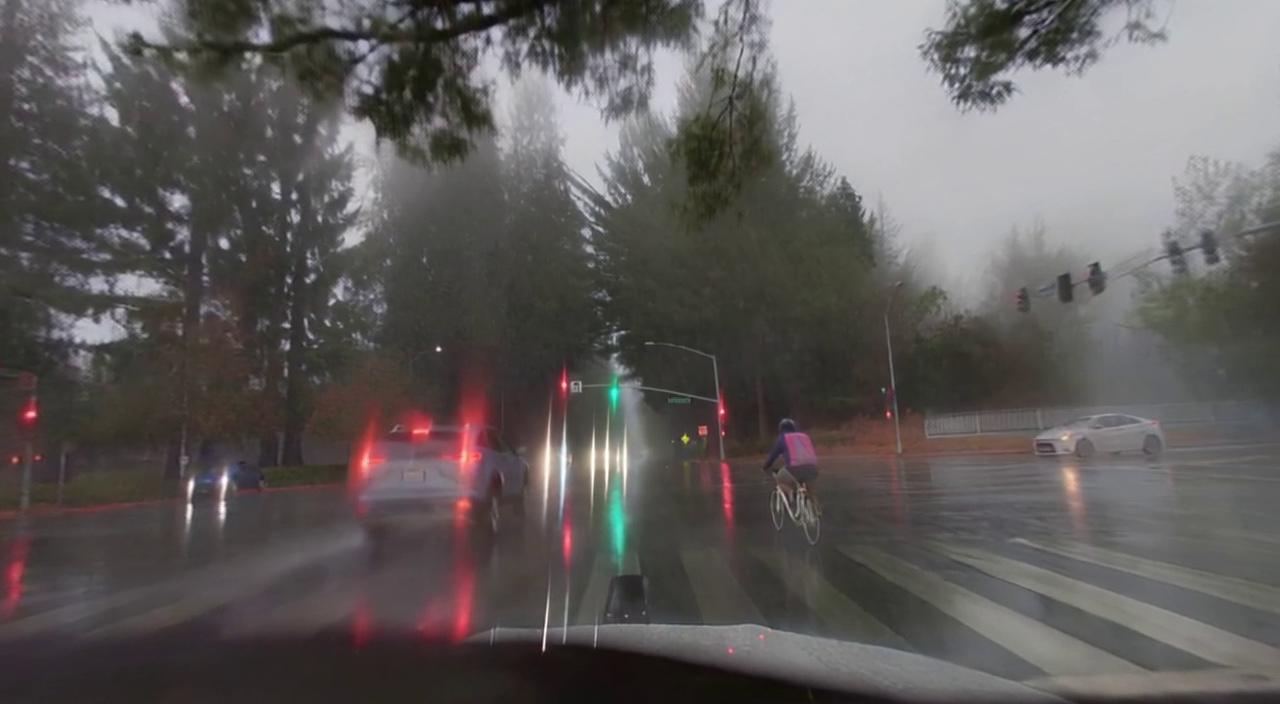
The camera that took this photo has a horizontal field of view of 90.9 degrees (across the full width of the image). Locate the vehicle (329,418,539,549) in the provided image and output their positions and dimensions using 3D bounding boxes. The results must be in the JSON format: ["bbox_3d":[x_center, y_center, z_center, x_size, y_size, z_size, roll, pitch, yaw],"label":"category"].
[{"bbox_3d":[-3.156,2.118,10.870,2.049,1.756,4.602,0,-8,0],"label":"vehicle"}]

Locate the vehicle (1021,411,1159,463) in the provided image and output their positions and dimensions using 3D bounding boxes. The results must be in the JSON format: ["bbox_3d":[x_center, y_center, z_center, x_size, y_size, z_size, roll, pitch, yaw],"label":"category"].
[{"bbox_3d":[18.544,3.527,26.086,4.237,1.948,1.997,0,-9,-9],"label":"vehicle"}]

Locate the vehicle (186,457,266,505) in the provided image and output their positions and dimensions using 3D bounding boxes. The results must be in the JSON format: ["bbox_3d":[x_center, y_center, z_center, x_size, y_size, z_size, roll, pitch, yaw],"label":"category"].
[{"bbox_3d":[-15.381,4.756,23.678,2.171,1.474,4.513,5,-10,-30],"label":"vehicle"}]

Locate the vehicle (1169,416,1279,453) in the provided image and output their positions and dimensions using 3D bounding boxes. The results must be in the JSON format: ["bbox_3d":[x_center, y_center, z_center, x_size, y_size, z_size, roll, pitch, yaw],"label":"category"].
[{"bbox_3d":[25.730,3.560,27.046,4.716,1.507,1.904,2,-9,-11],"label":"vehicle"}]
